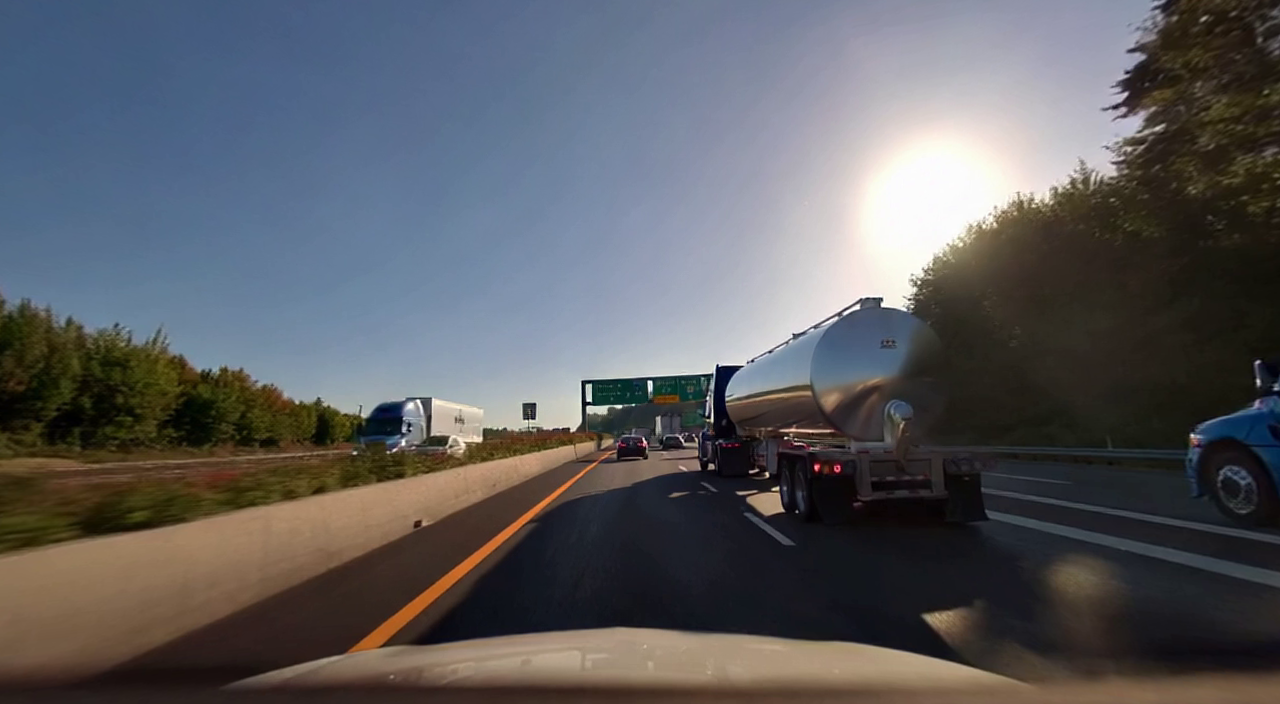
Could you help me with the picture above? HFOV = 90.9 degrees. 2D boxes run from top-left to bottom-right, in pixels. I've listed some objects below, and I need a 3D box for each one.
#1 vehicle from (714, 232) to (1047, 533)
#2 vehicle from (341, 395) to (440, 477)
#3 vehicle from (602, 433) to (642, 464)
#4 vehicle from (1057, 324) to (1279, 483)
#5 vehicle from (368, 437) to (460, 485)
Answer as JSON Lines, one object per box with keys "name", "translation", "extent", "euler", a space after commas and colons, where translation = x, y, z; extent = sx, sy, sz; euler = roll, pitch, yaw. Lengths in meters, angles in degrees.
{"name": "vehicle", "translation": [3.601, 0.965, 12.771], "extent": [2.826, 3.905, 9.262], "euler": [0, -8, -2]}
{"name": "vehicle", "translation": [-13.273, 4.550, 34.185], "extent": [3.003, 4.019, 5.876], "euler": [0, -8, -1]}
{"name": "vehicle", "translation": [-0.909, 5.029, 32.942], "extent": [2.000, 1.510, 3.518], "euler": [0, -8, -1]}
{"name": "vehicle", "translation": [17.223, 1.602, 18.263], "extent": [2.722, 4.038, 8.781], "euler": [2, -8, -14]}
{"name": "vehicle", "translation": [-8.831, 4.255, 25.094], "extent": [1.991, 1.712, 4.495], "euler": [0, -8, -1]}
